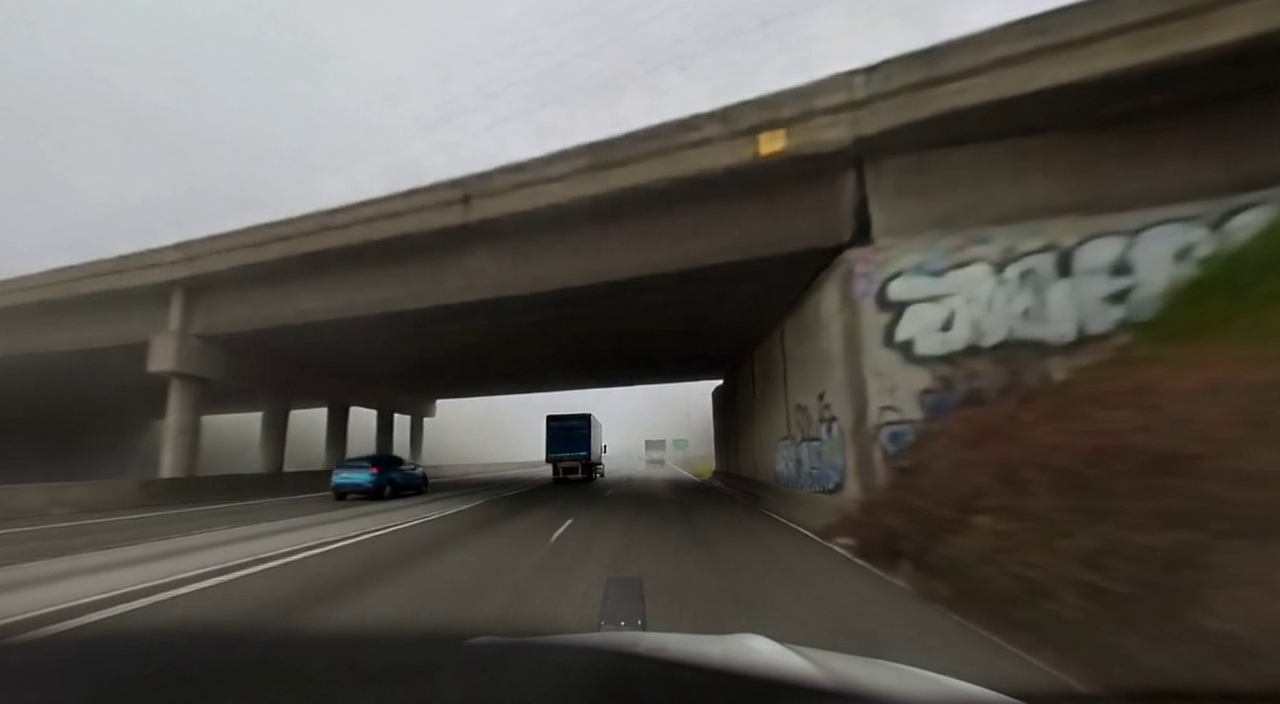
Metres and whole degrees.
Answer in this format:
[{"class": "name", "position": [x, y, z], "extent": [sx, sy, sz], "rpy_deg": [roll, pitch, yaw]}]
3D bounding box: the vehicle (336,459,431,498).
[{"class": "vehicle", "position": [-10.320, 5.098, 25.736], "extent": [1.940, 1.381, 4.348], "rpy_deg": [-1, -9, 2]}]

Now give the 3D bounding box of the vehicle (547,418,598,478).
[{"class": "vehicle", "position": [-4.927, 7.312, 47.939], "extent": [2.955, 4.022, 8.842], "rpy_deg": [0, -9, 0]}]
